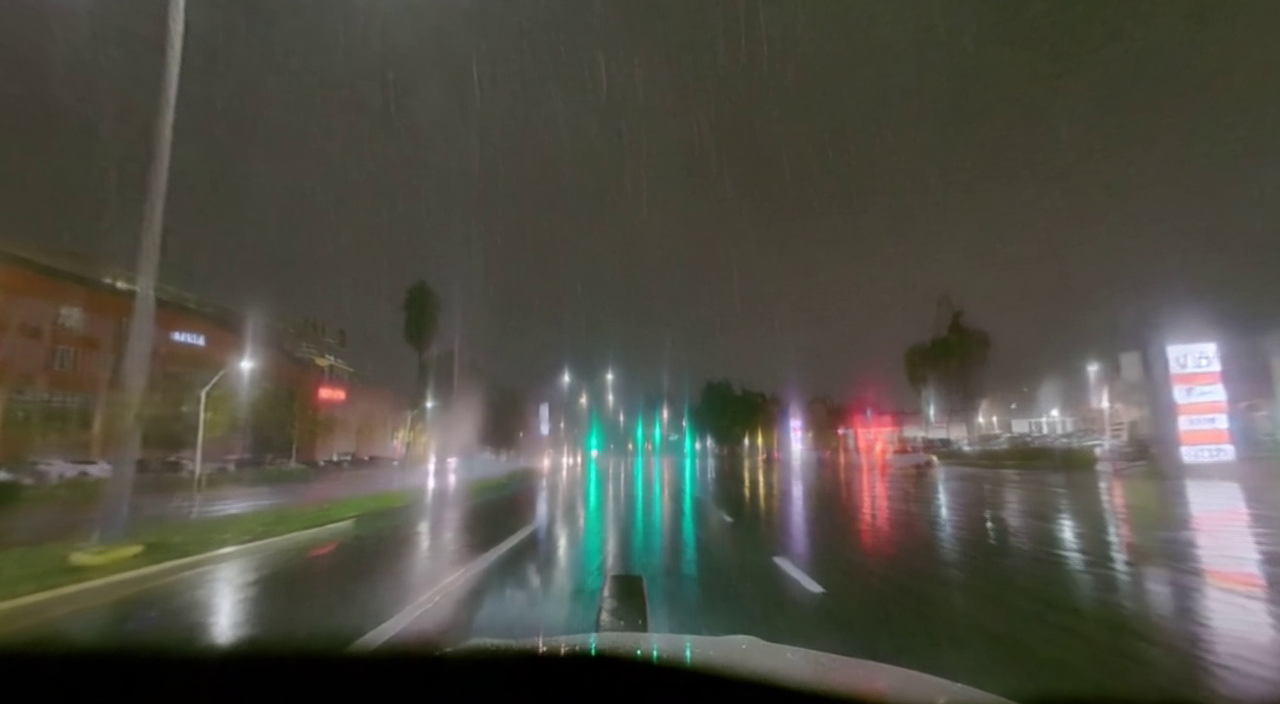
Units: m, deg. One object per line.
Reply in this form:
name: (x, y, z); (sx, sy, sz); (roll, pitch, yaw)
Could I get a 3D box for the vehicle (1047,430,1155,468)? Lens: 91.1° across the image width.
vehicle: (27.001, 5.691, 36.884); (4.569, 1.929, 2.084); (-2, -10, -3)

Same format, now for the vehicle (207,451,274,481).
vehicle: (-31.233, 8.894, 49.247); (2.160, 2.118, 4.989); (0, -9, -3)

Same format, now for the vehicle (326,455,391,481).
vehicle: (-18.989, 7.813, 42.582); (2.040, 1.609, 4.872); (0, -9, 1)

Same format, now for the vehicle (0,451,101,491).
vehicle: (-35.932, 6.999, 37.413); (2.471, 2.129, 5.492); (-1, -9, 3)

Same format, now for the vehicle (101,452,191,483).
vehicle: (-36.294, 8.444, 46.342); (2.219, 2.066, 5.369); (0, -9, 1)

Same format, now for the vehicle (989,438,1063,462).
vehicle: (29.873, 7.589, 48.685); (4.342, 1.641, 1.975); (-3, -8, -1)

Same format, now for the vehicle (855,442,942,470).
vehicle: (17.073, 6.867, 41.561); (4.720, 1.769, 2.229); (0, -10, -4)
